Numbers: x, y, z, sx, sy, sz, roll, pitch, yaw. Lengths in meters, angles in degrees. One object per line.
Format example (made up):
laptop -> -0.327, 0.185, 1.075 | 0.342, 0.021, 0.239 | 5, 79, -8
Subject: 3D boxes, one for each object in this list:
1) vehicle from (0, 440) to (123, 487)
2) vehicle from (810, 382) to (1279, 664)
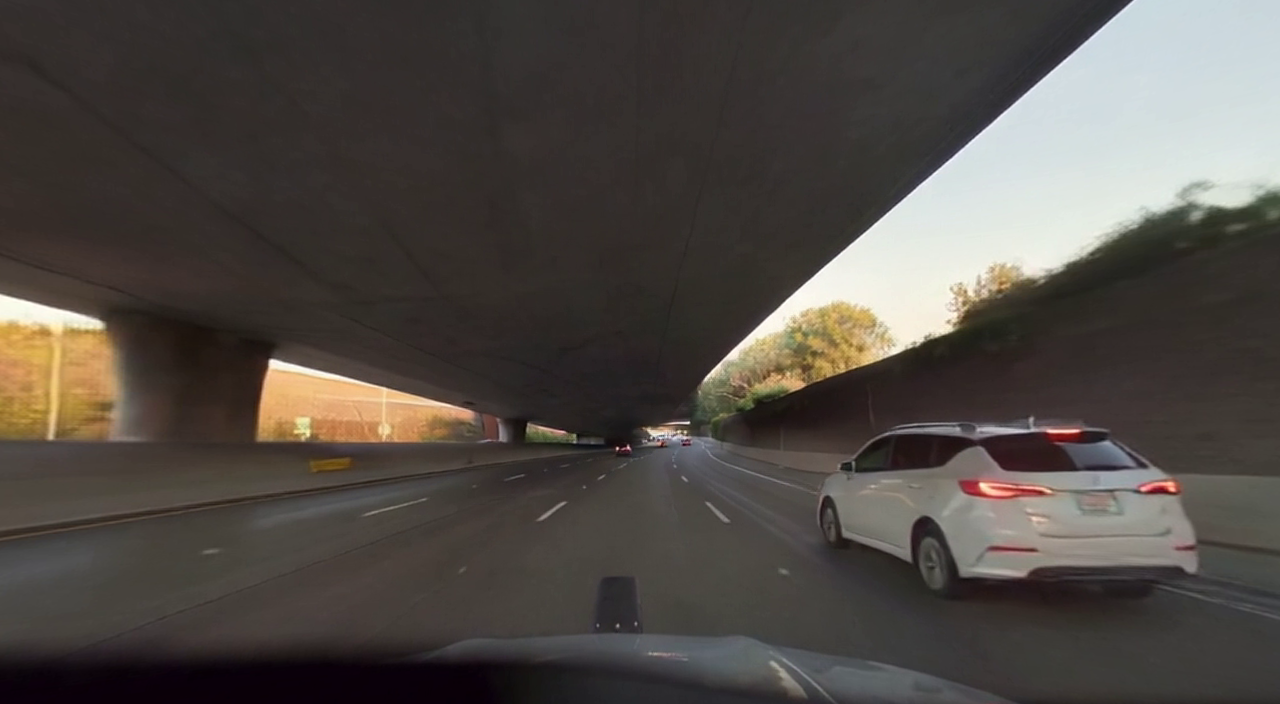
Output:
vehicle -> -19.400, 3.633, 20.845 | 1.536, 1.392, 3.513 | 0, -8, 0
vehicle -> 3.318, 1.357, 6.064 | 2.090, 1.715, 4.228 | 0, -8, -1
